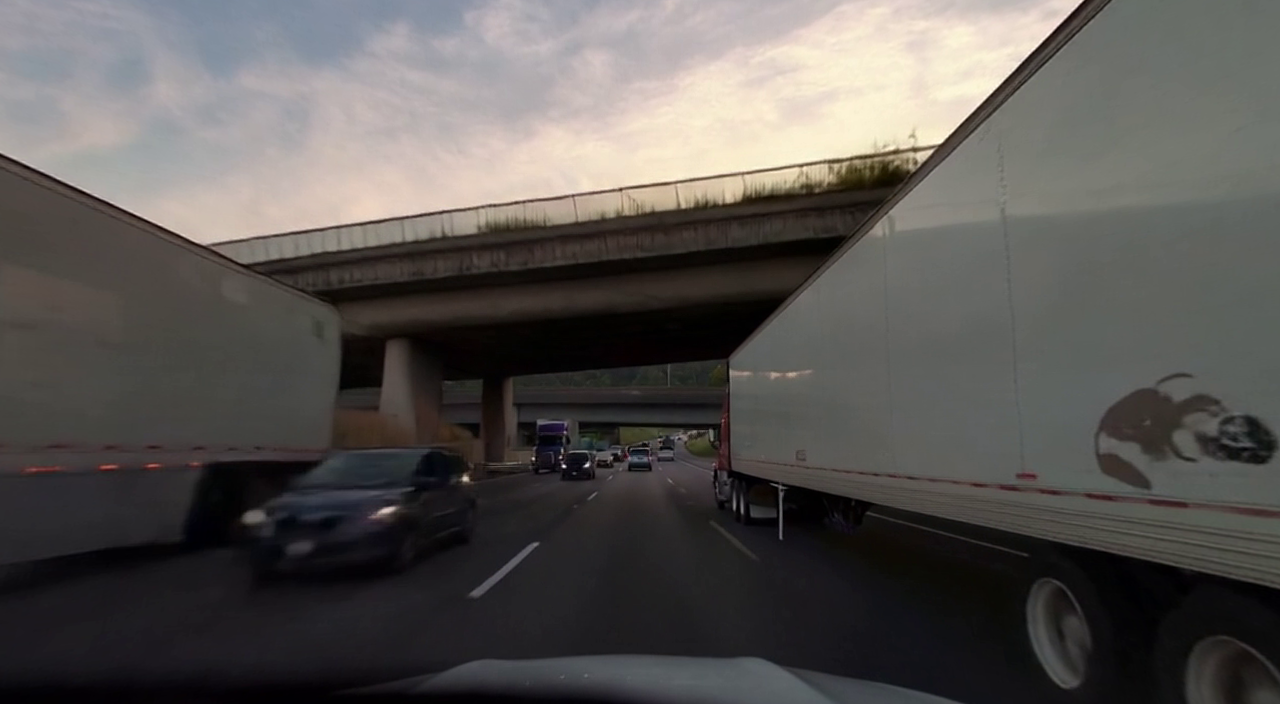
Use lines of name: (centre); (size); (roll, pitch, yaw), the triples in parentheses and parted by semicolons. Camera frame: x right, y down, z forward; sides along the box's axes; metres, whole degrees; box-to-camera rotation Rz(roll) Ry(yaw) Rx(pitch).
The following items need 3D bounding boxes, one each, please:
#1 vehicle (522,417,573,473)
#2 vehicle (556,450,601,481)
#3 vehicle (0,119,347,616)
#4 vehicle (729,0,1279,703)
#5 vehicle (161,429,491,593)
vehicle: (-6.897, 7.093, 47.978); (2.910, 3.989, 5.837); (0, -9, 0)
vehicle: (-3.234, 6.048, 33.829); (1.949, 1.555, 3.888); (0, -9, 1)
vehicle: (-6.778, -0.040, 4.159); (2.876, 4.095, 13.941); (0, -9, 1)
vehicle: (3.344, 0.285, 5.993); (2.845, 4.071, 14.008); (0, -9, 0)
vehicle: (-3.619, 1.907, 8.481); (2.088, 1.589, 4.464); (0, -9, 0)
